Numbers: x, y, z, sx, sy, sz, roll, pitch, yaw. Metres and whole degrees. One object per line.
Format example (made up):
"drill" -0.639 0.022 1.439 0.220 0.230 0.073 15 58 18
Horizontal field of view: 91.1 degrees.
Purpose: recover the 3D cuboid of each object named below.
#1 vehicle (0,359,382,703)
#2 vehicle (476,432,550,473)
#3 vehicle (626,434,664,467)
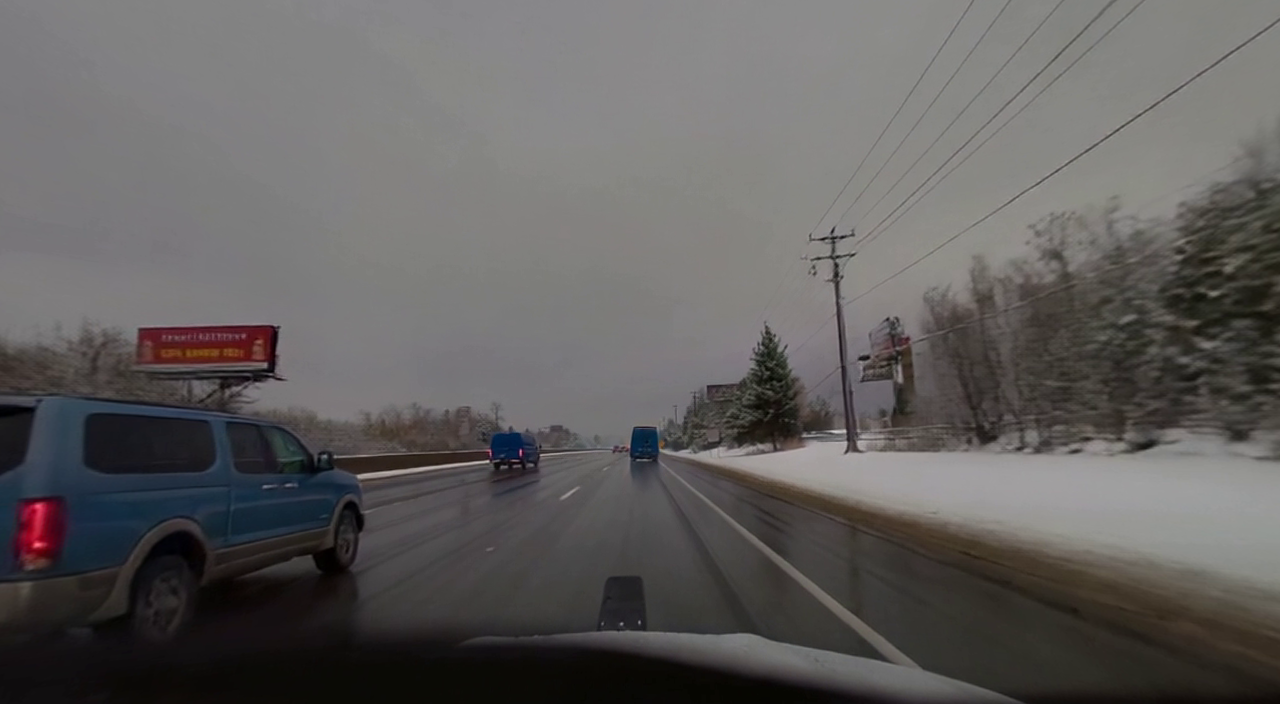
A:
"vehicle" -4.025 1.181 4.703 2.145 1.730 4.729 0 -9 0
"vehicle" -7.032 5.708 35.754 2.695 2.084 6.836 0 -9 1
"vehicle" 0.336 7.359 46.902 2.692 2.279 5.695 0 -9 0
